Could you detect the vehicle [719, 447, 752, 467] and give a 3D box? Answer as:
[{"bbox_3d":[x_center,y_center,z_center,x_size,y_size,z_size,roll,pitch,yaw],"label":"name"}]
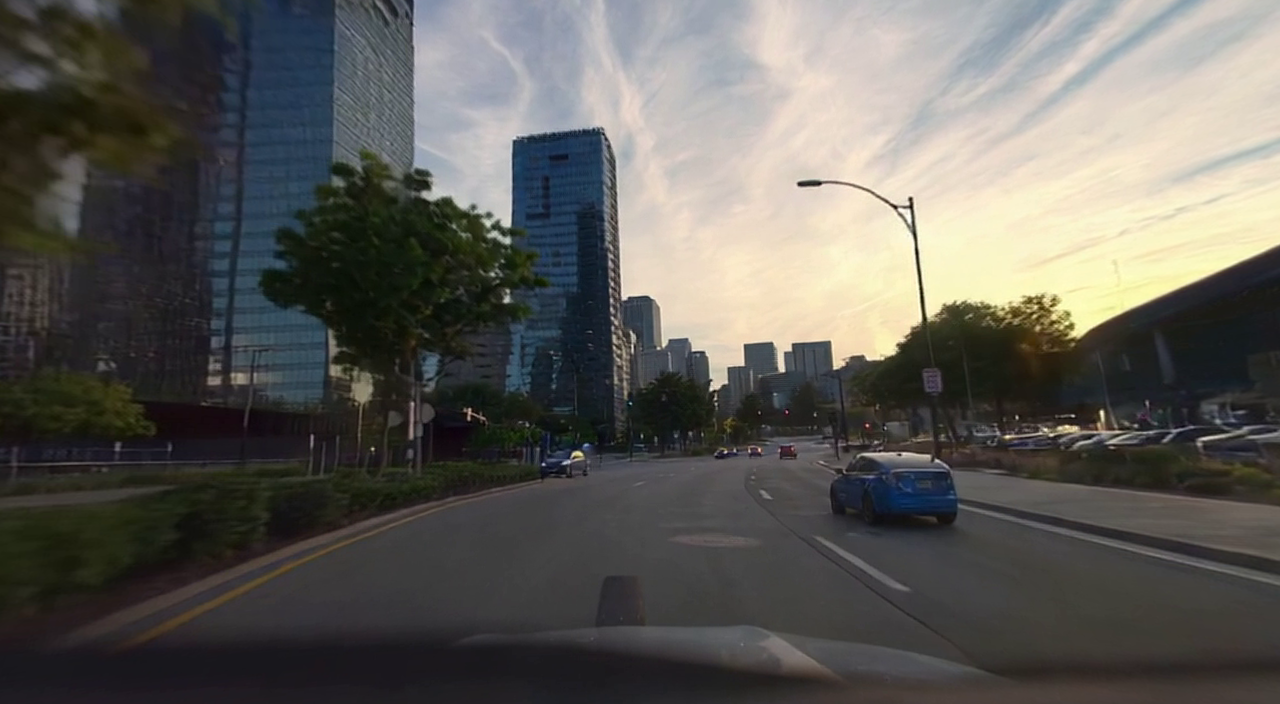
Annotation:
[{"bbox_3d":[7.536,8.236,49.440,2.127,1.497,4.020,-2,-9,14],"label":"vehicle"}]
